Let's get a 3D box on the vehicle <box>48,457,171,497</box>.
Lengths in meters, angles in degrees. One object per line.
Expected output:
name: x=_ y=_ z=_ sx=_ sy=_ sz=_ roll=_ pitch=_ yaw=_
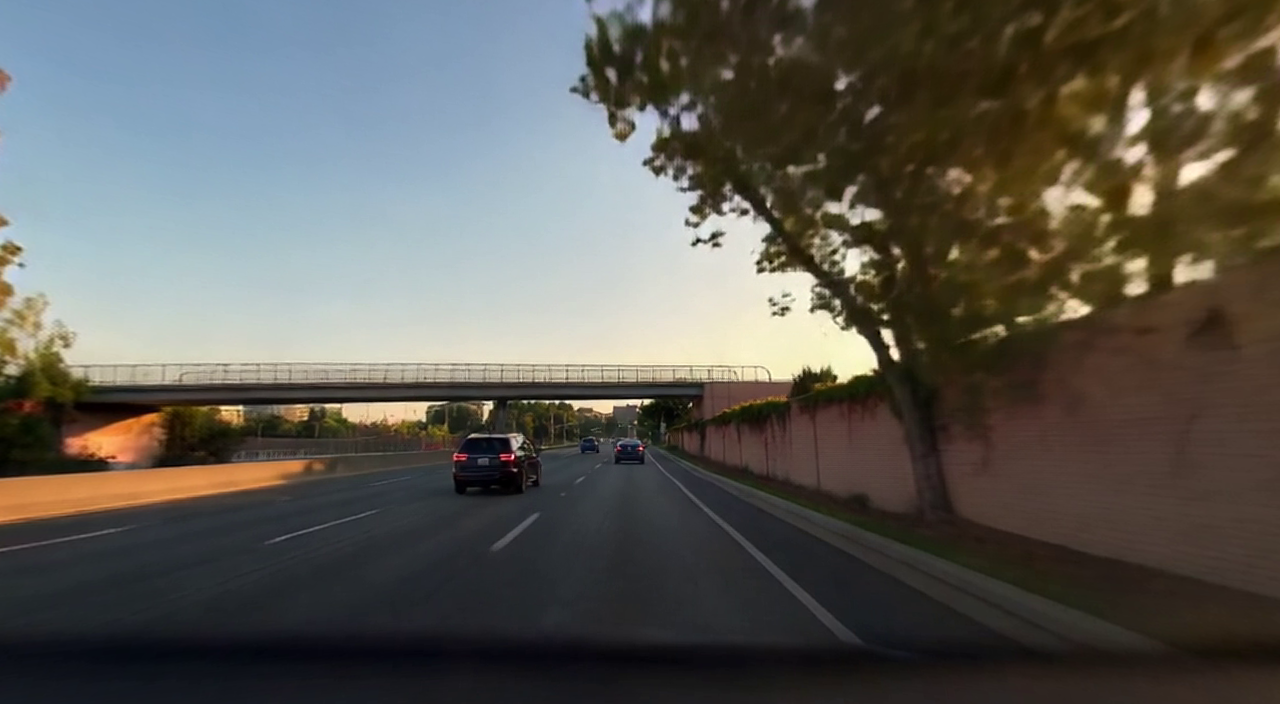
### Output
vehicle: x=-24.808 y=5.824 z=29.816 sx=1.854 sy=1.645 sz=4.522 roll=0 pitch=-8 yaw=0

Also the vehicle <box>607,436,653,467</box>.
vehicle: x=-0.507 y=5.155 z=32.813 sx=2.205 sy=1.509 sz=4.272 roll=0 pitch=-8 yaw=-1

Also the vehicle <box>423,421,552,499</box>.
vehicle: x=-3.862 y=2.840 z=16.979 sx=2.223 sy=1.771 sz=4.581 roll=0 pitch=-8 yaw=1
